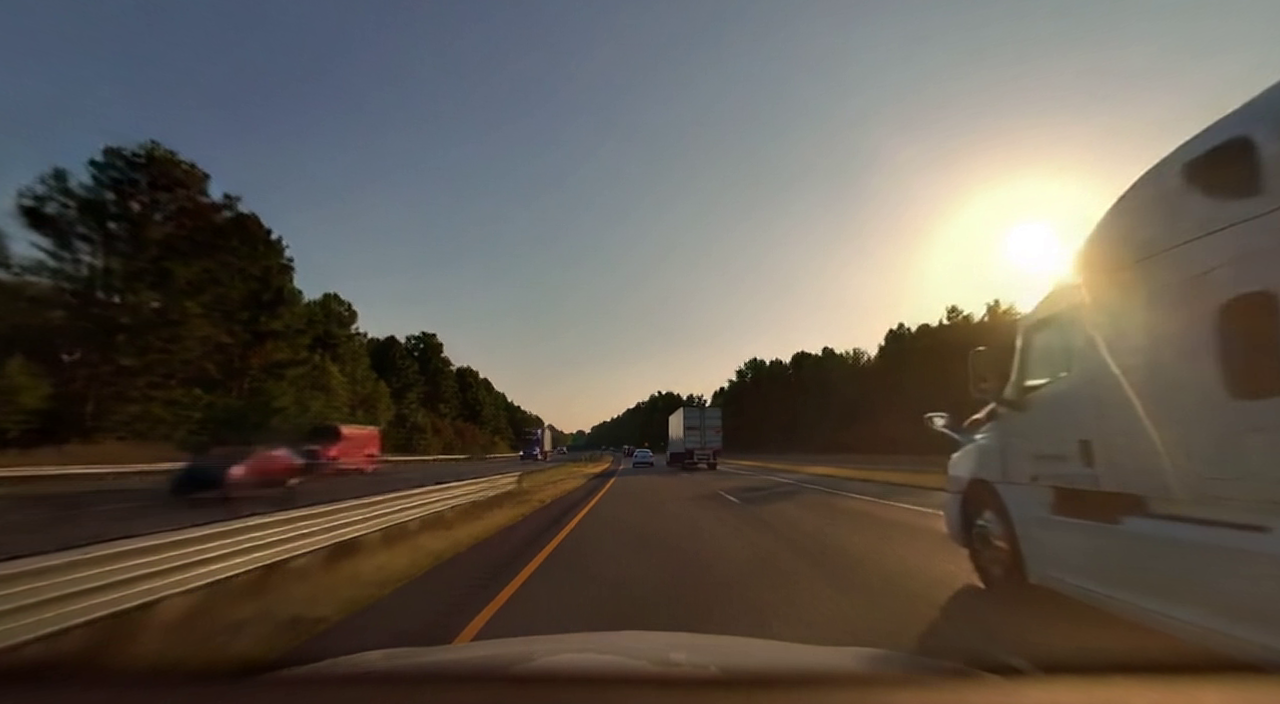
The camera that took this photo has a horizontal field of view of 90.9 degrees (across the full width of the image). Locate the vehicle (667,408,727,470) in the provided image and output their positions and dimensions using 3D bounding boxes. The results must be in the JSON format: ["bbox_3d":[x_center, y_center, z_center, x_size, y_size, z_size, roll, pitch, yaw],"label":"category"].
[{"bbox_3d":[4.131,6.947,49.447,2.883,4.057,14.579,0,-9,-2],"label":"vehicle"}]

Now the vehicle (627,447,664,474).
[{"bbox_3d":[0.285,6.486,37.757,2.051,1.513,4.511,0,-9,-1],"label":"vehicle"}]

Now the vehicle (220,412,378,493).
[{"bbox_3d":[-12.389,3.748,23.630,2.410,2.596,6.043,0,-9,1],"label":"vehicle"}]

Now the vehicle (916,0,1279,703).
[{"bbox_3d":[4.426,-0.109,3.462,3.036,3.833,5.892,0,-9,0],"label":"vehicle"}]
